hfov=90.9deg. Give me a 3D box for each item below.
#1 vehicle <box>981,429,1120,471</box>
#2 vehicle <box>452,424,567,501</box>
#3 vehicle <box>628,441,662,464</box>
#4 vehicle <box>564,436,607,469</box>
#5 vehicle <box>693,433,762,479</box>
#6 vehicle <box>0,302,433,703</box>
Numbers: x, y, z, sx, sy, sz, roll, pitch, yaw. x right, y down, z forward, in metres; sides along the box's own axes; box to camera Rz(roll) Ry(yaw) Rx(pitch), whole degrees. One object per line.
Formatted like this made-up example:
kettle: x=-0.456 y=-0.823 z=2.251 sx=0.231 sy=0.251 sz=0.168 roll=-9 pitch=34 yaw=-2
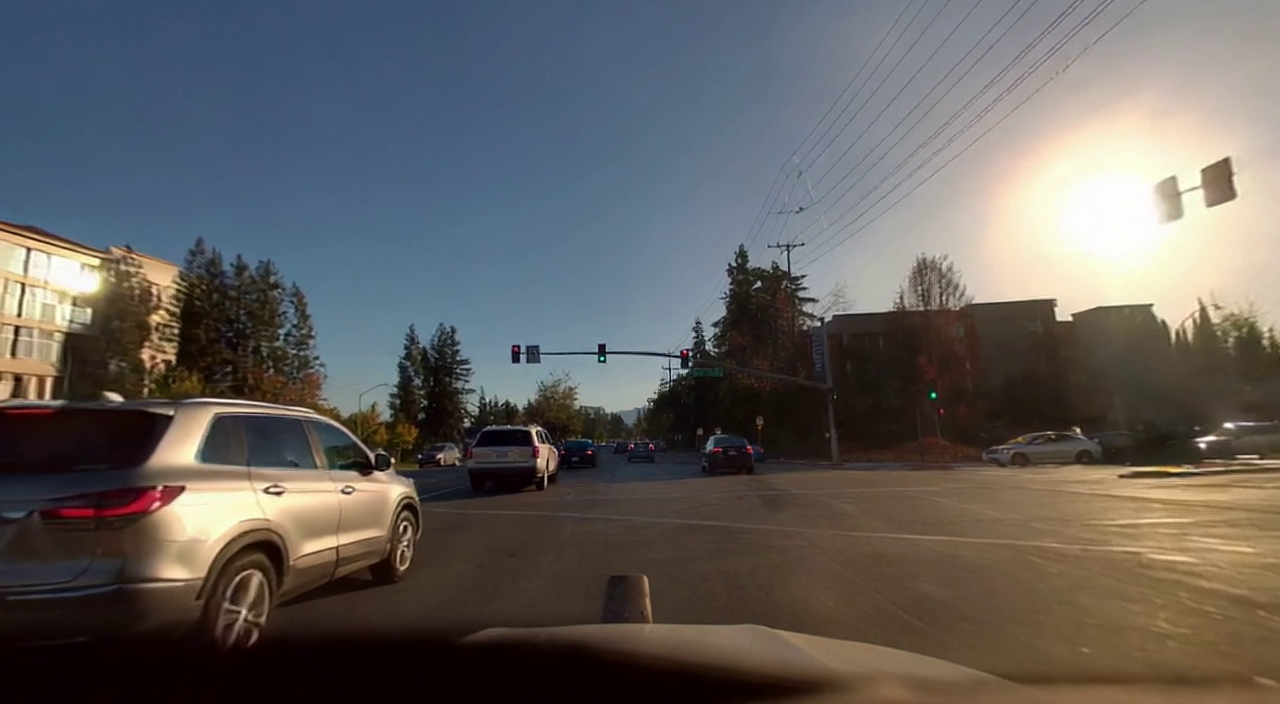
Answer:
vehicle: x=16.332 y=3.931 z=25.300 sx=4.119 sy=1.574 sz=2.028 roll=-1 pitch=-9 yaw=8
vehicle: x=-3.230 y=2.842 z=16.566 sx=1.958 sy=1.744 sz=4.315 roll=0 pitch=-8 yaw=2
vehicle: x=0.370 y=6.870 z=43.192 sx=2.185 sy=1.515 sz=4.215 roll=0 pitch=-8 yaw=1
vehicle: x=-2.916 y=5.520 z=34.643 sx=1.900 sy=1.677 sz=4.128 roll=0 pitch=-8 yaw=2
vehicle: x=3.545 y=4.332 z=26.425 sx=2.201 sy=1.734 sz=4.564 roll=0 pitch=-8 yaw=-1
vehicle: x=-3.153 y=1.017 z=4.052 sx=2.127 sy=1.754 sz=4.287 roll=0 pitch=-8 yaw=1
